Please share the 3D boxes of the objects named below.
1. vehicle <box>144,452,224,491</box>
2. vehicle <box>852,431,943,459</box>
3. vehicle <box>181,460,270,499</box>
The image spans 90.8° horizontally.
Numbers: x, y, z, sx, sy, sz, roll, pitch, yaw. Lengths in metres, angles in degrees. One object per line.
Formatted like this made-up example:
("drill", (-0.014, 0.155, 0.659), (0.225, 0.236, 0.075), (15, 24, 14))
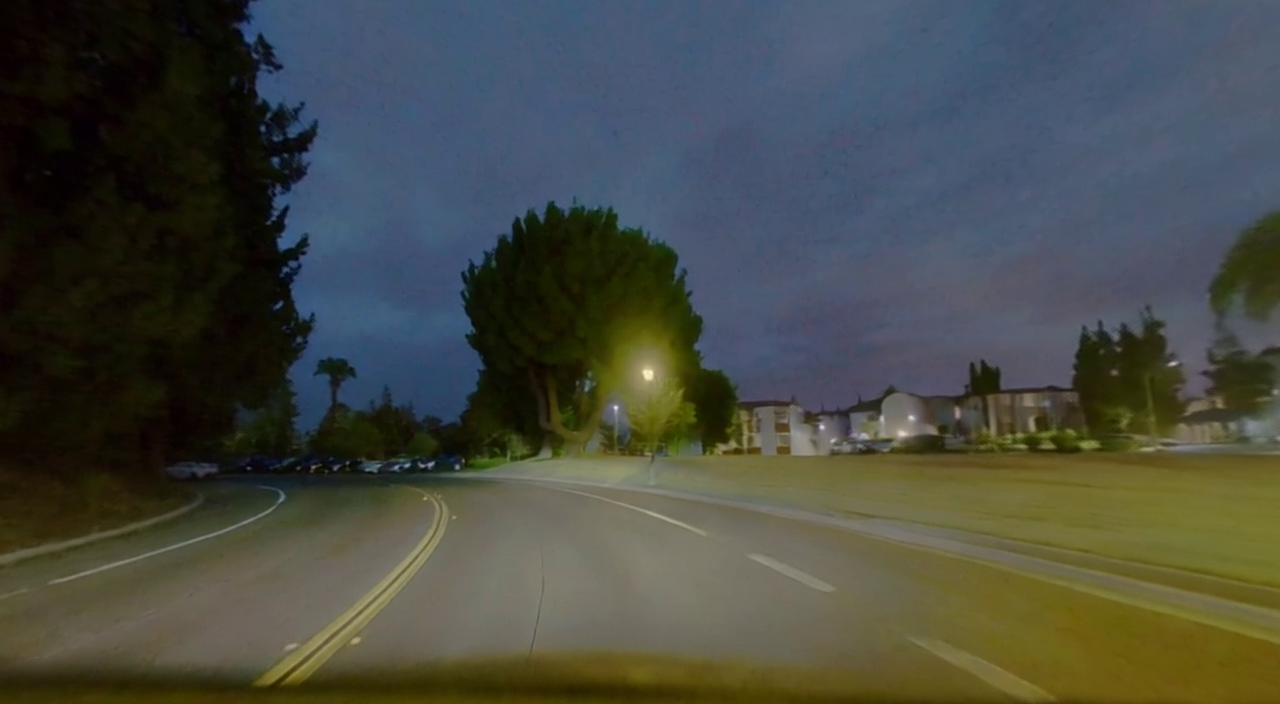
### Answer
("vehicle", (-25.326, 6.553, 35.018), (4.946, 1.537, 2.206), (-2, -6, 38))
("vehicle", (14.383, 5.237, 35.575), (4.462, 1.474, 1.765), (-2, -9, 13))
("vehicle", (-18.293, 5.453, 27.648), (2.772, 1.161, 7.241), (2, -8, -37))
